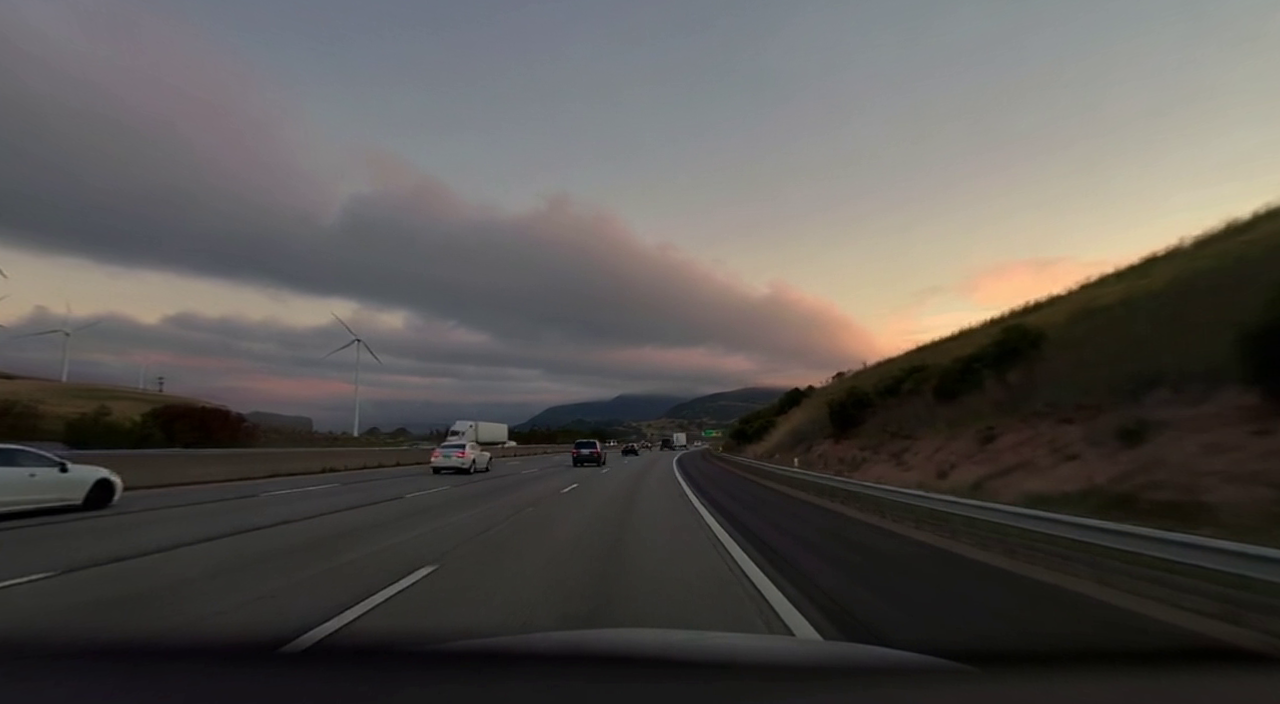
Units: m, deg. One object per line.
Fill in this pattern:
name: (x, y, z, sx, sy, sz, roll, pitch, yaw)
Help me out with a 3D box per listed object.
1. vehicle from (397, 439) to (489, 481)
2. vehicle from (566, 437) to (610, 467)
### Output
vehicle: (-7.779, 4.320, 25.438, 2.015, 1.537, 4.728, 0, -9, 2)
vehicle: (-3.155, 6.212, 39.280, 2.118, 1.702, 4.355, -1, -9, 4)
